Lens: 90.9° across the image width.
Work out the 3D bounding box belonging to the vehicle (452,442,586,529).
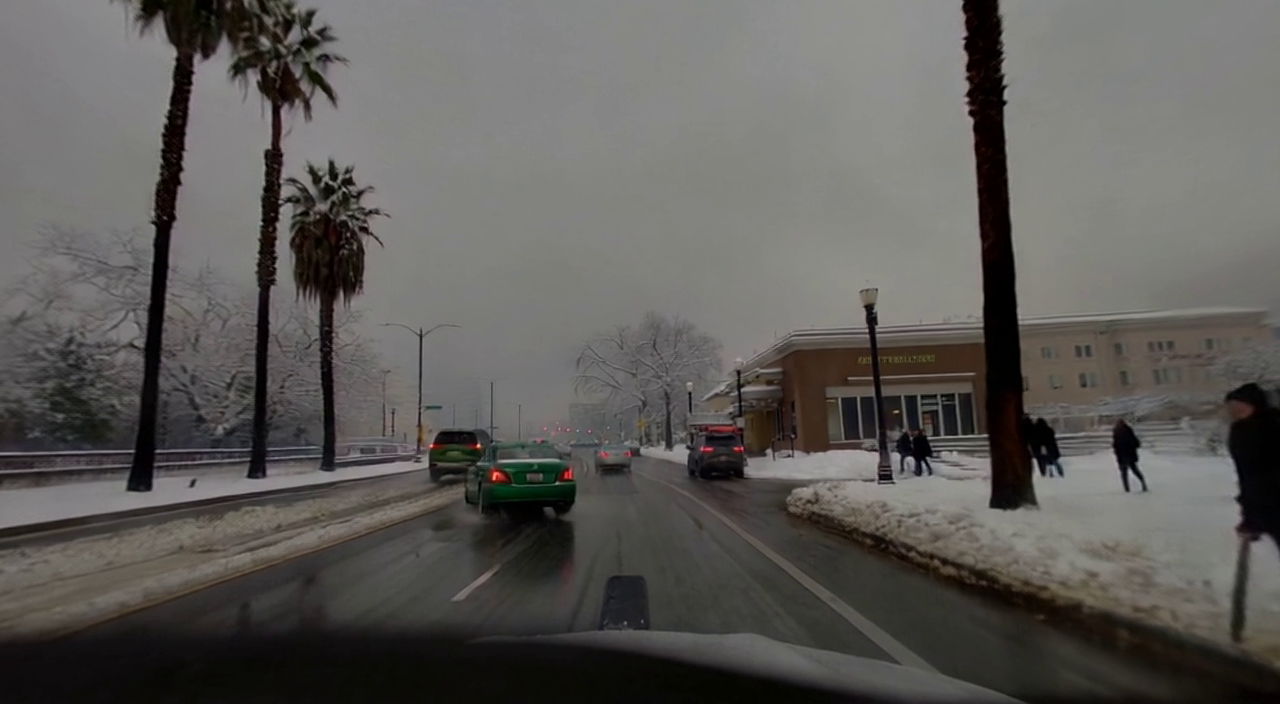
[{"bbox_3d":[-2.755,2.686,13.430,1.930,1.477,4.657,3,-9,-22],"label":"vehicle"}]

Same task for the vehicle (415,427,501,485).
[{"bbox_3d":[-7.085,4.121,25.218,2.164,2.047,5.455,0,-9,-4],"label":"vehicle"}]

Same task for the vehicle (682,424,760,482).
[{"bbox_3d":[3.259,4.240,26.621,2.126,2.167,5.098,0,-9,-5],"label":"vehicle"}]

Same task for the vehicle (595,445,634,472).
[{"bbox_3d":[-1.533,6.109,36.423,1.972,1.473,4.000,1,-9,-6],"label":"vehicle"}]
